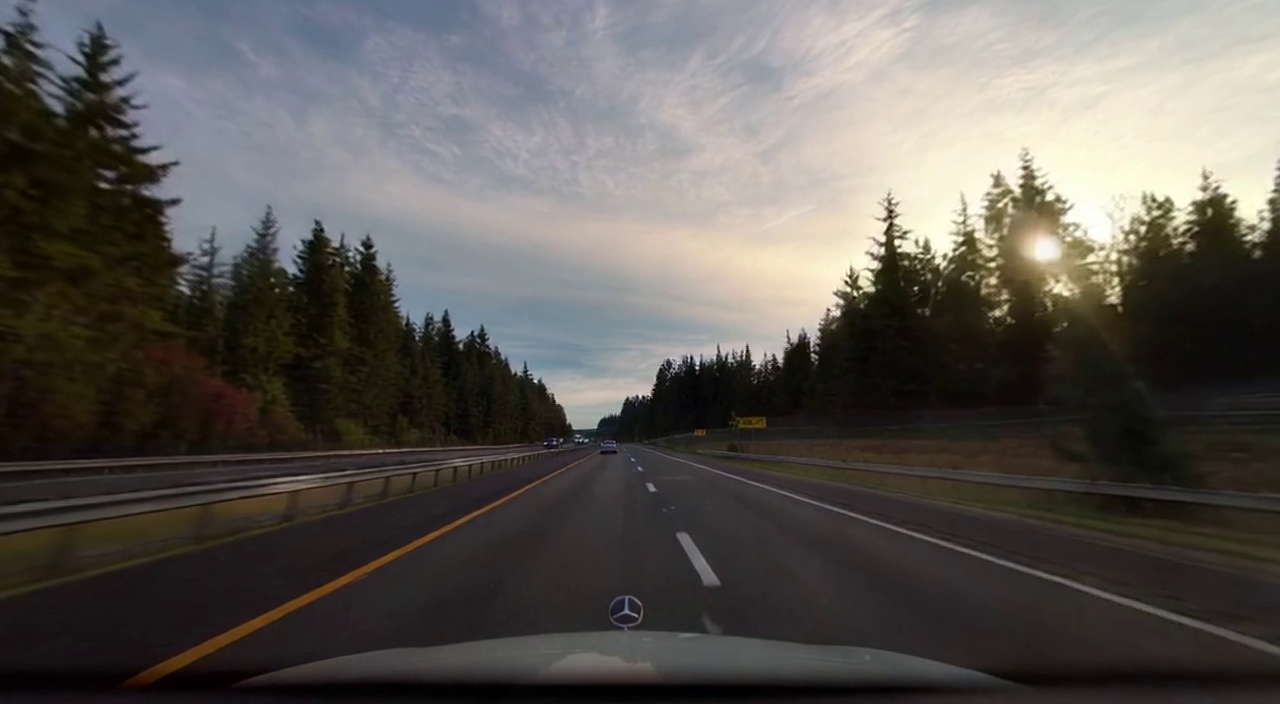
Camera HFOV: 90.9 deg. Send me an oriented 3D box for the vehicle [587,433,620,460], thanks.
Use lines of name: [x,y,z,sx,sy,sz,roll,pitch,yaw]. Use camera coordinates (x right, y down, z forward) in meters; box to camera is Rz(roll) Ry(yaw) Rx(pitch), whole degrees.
vehicle: [-2.798,7.339,48.927,2.376,1.977,5.369,0,-8,-2]
